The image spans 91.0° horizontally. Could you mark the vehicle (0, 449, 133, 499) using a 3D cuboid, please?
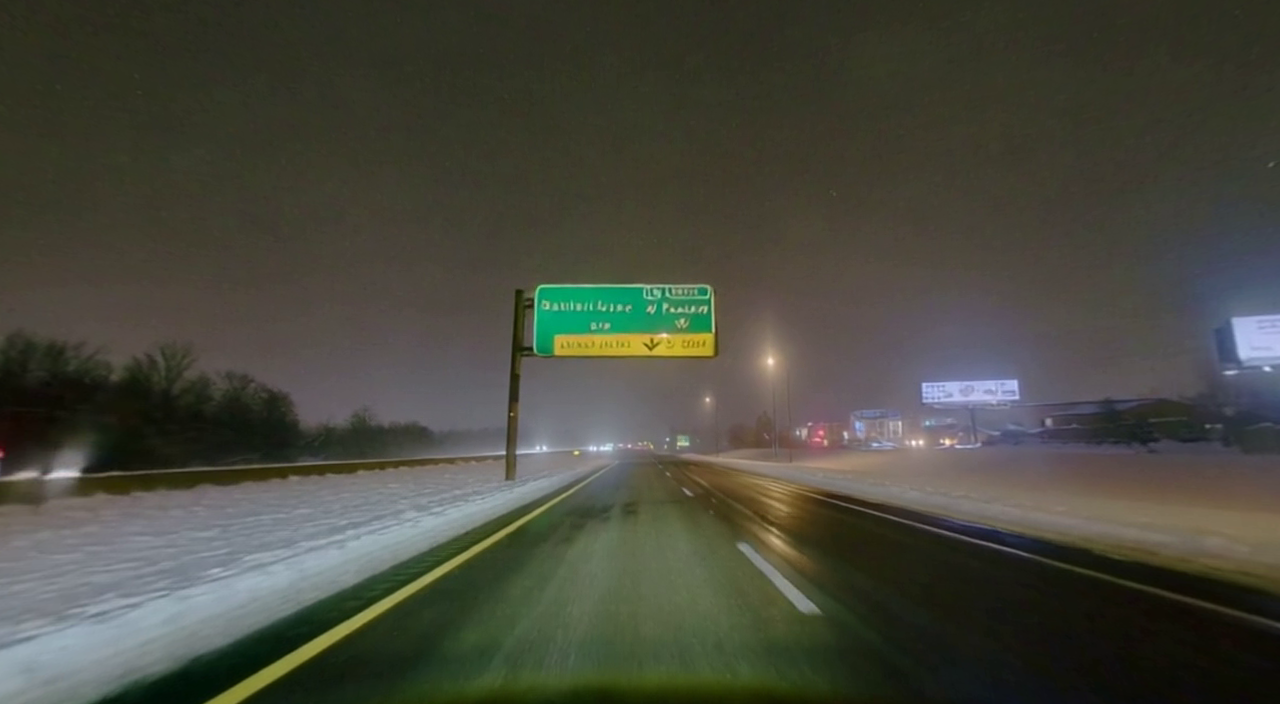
[{"bbox_3d":[-21.515,4.436,23.286,1.882,1.601,4.242,-1,-9,1],"label":"vehicle"}]
